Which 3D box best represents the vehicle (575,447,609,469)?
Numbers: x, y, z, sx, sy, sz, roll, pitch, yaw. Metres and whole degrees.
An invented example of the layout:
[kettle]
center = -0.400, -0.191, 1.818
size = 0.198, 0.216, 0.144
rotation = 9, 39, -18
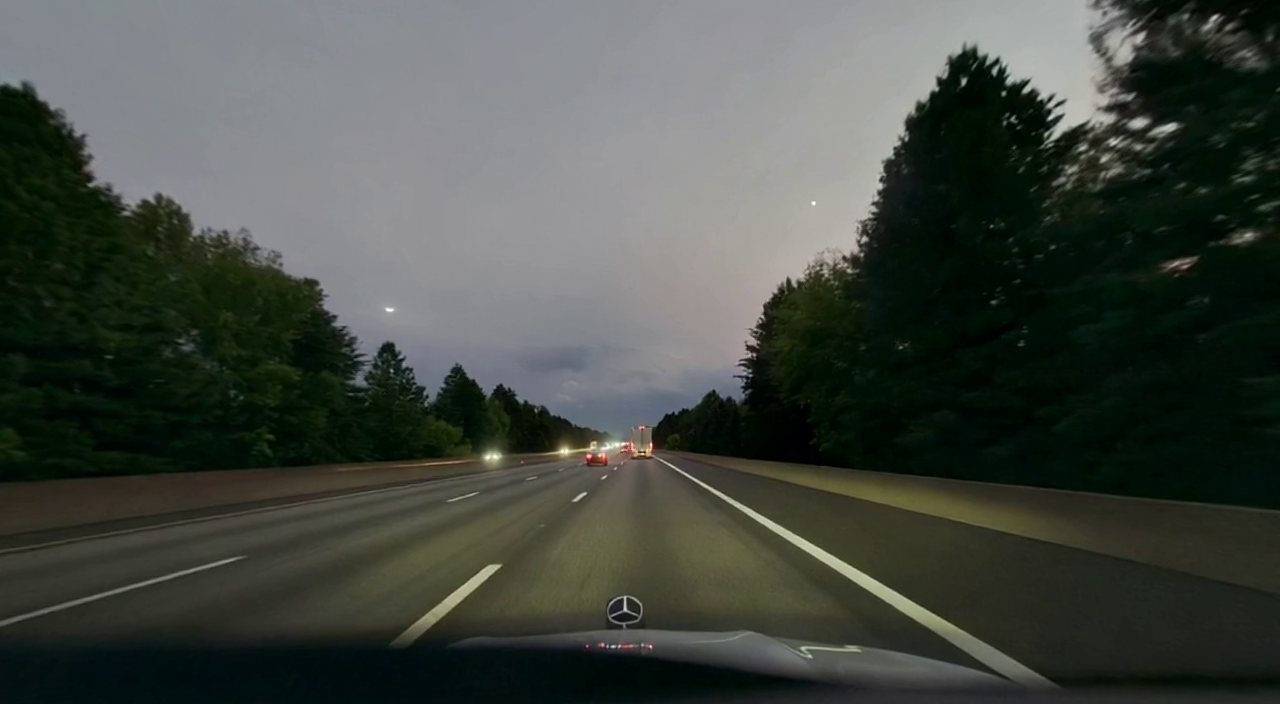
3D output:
[vehicle]
center = -3.397, 7.542, 44.959
size = 2.085, 1.506, 4.101
rotation = 0, -9, 0
